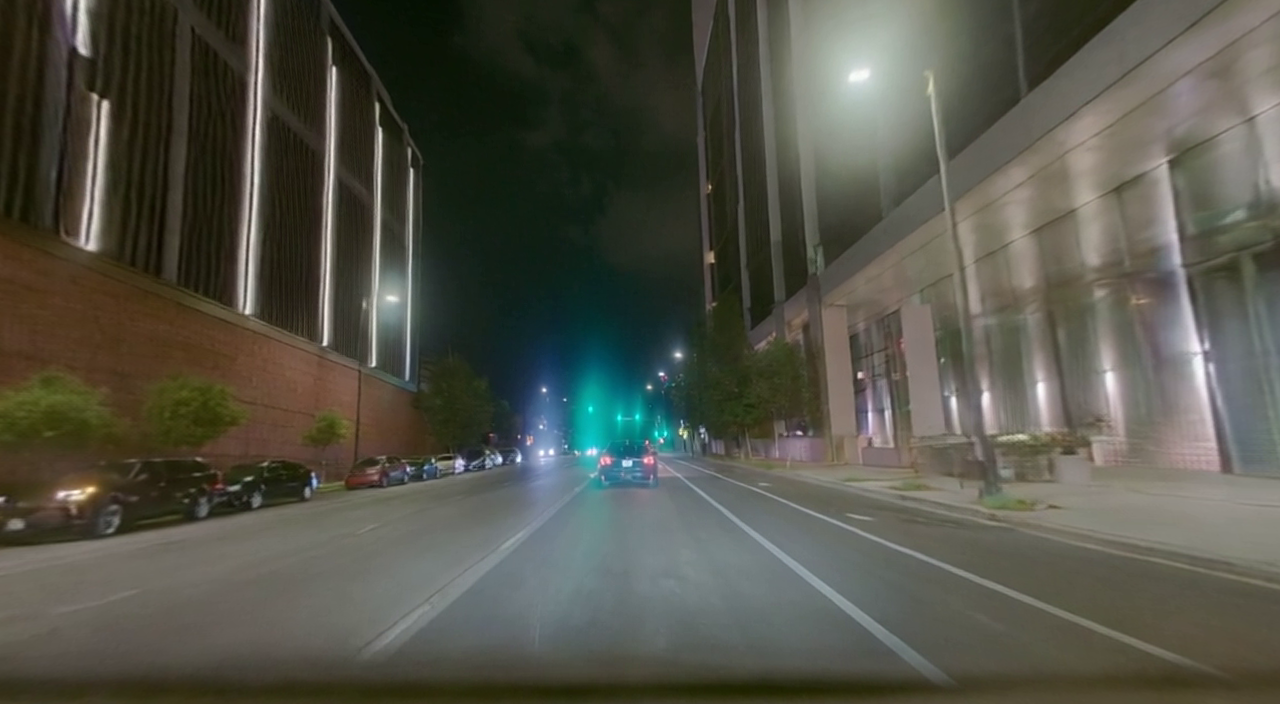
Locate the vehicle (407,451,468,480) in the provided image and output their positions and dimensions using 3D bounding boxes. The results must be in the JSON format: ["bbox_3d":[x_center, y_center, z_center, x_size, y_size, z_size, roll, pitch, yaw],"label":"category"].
[{"bbox_3d":[-11.766,6.578,37.063,1.991,1.507,4.879,0,-8,0],"label":"vehicle"}]

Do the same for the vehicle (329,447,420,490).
[{"bbox_3d":[-11.960,5.263,28.907,2.077,1.732,4.704,-1,-8,0],"label":"vehicle"}]

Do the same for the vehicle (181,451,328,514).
[{"bbox_3d":[-11.887,3.996,19.902,1.881,1.686,4.451,0,-8,-1],"label":"vehicle"}]

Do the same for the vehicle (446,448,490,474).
[{"bbox_3d":[-12.089,7.653,44.672,1.976,1.577,4.091,-4,-8,-1],"label":"vehicle"}]

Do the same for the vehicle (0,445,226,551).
[{"bbox_3d":[-11.968,3.112,14.308,2.114,1.938,4.590,-1,-8,-2],"label":"vehicle"}]

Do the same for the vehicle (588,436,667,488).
[{"bbox_3d":[-0.370,3.482,20.389,2.269,1.479,3.980,0,-8,0],"label":"vehicle"}]
